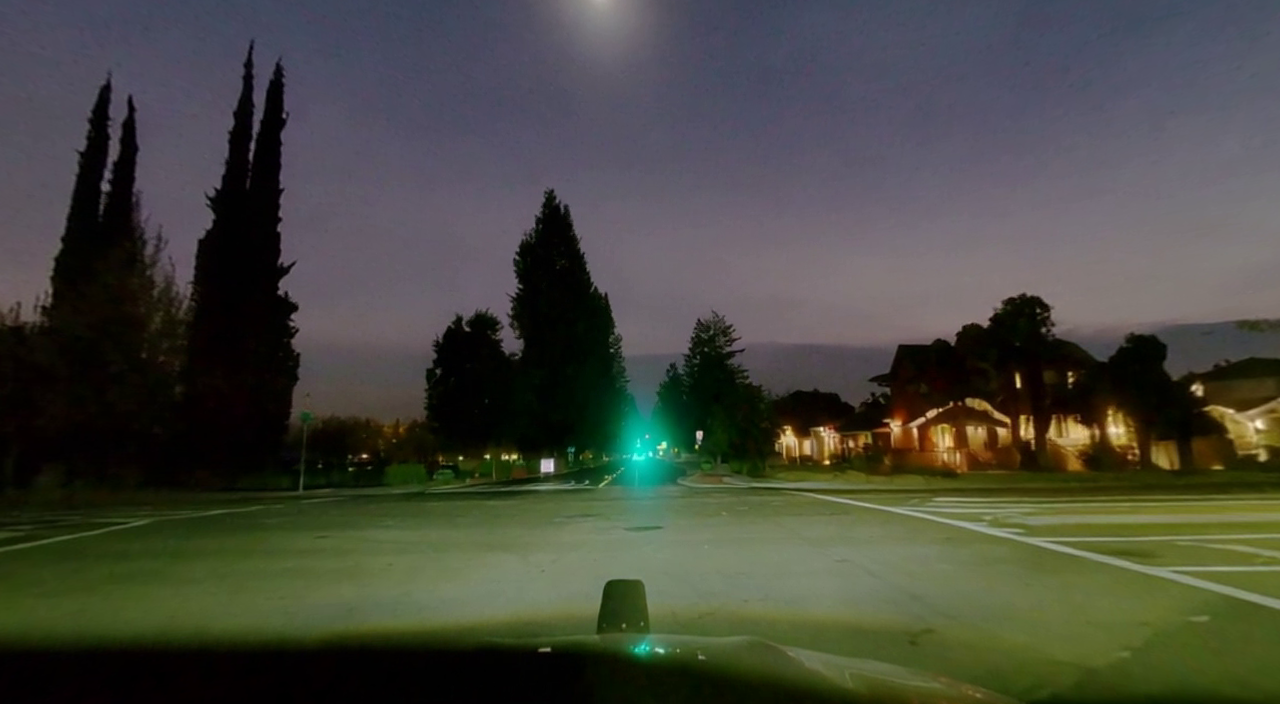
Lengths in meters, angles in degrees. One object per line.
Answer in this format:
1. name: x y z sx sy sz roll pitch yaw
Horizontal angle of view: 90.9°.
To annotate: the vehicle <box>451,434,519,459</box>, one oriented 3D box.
1. vehicle: -11.672 7.123 47.544 4.622 1.782 1.836 0 -8 1
